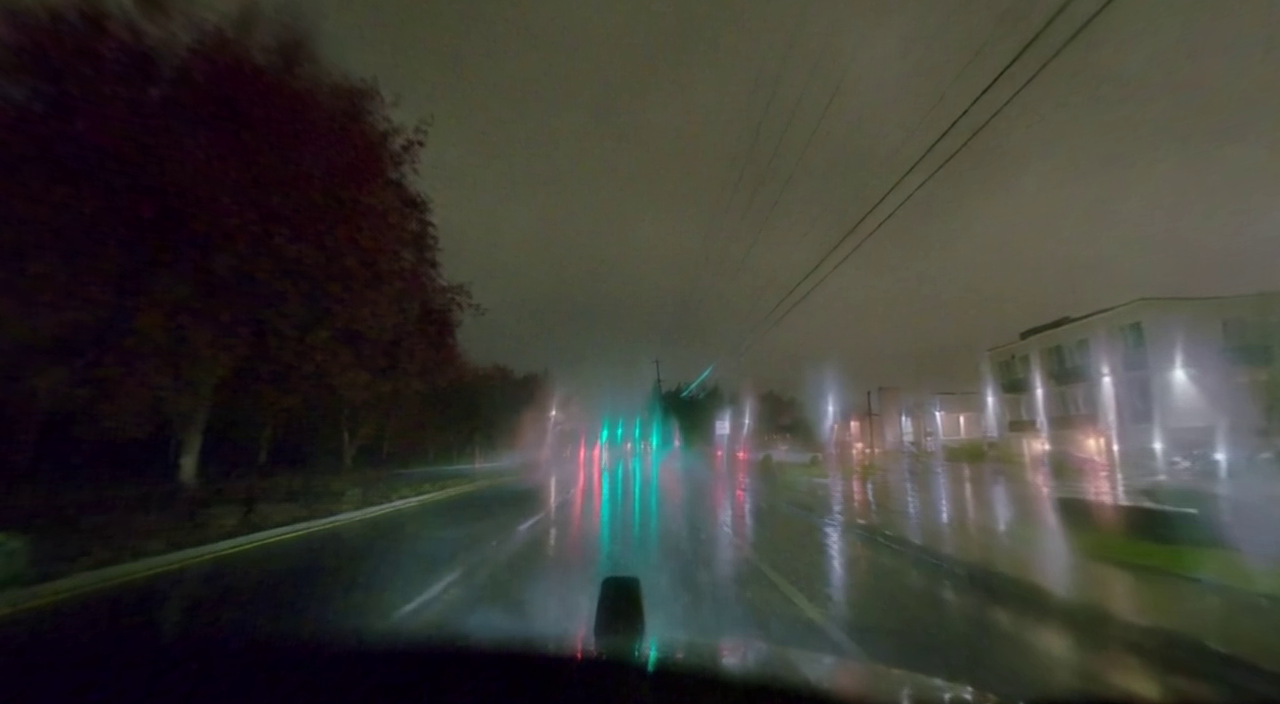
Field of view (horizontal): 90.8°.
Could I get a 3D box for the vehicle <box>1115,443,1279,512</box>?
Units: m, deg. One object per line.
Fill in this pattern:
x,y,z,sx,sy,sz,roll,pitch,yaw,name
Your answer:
15.947,3.359,17.332,4.490,1.696,2.032,1,-9,-11,vehicle

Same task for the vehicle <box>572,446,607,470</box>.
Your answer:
-3.347,7.089,42.459,2.030,1.550,3.925,0,-8,0,vehicle

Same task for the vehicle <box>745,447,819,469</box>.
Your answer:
9.713,7.270,43.344,4.466,1.440,2.091,0,-9,-5,vehicle
